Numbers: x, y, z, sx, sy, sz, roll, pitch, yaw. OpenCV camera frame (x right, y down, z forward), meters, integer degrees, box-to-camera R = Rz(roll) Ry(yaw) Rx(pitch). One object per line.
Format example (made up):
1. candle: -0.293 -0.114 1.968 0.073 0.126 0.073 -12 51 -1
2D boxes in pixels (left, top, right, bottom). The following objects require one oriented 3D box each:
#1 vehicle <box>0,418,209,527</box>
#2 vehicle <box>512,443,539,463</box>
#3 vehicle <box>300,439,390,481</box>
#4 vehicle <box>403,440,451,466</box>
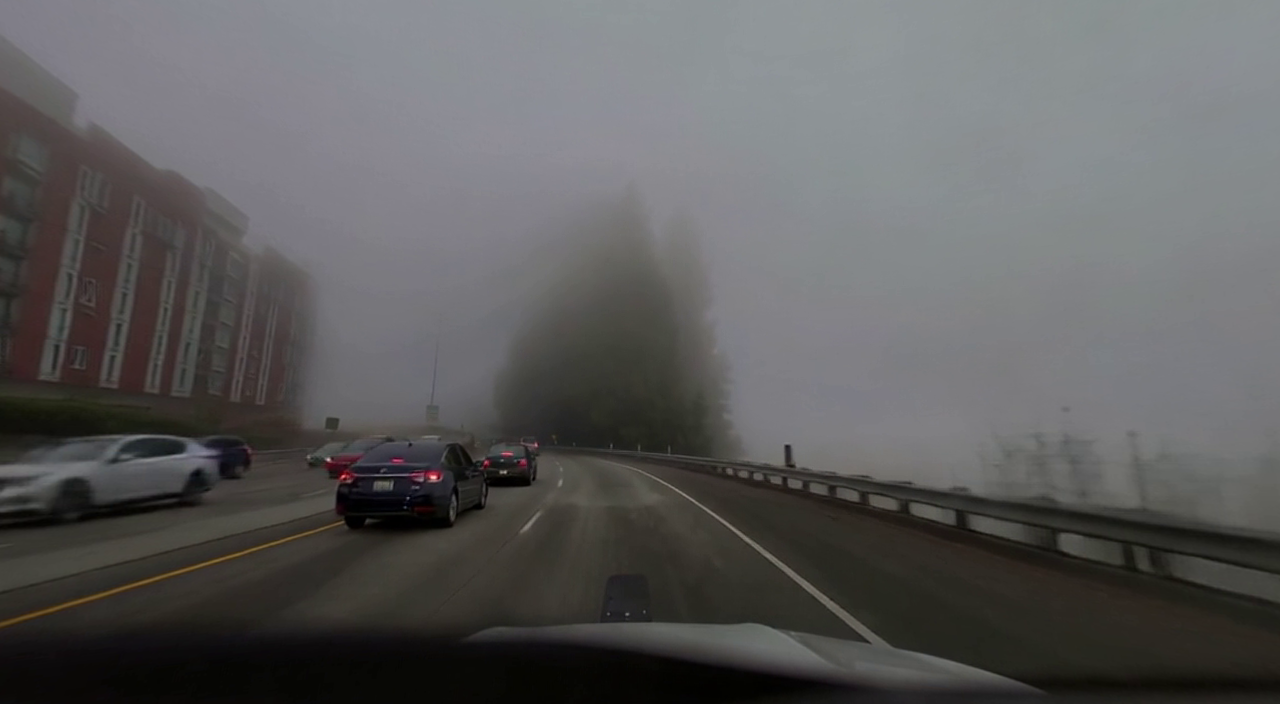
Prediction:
1. vehicle: -11.028 2.239 12.240 2.028 1.675 4.870 0 -9 -3
2. vehicle: -8.882 7.841 49.115 1.885 1.469 4.211 1 -9 -9
3. vehicle: -11.737 4.295 25.371 1.897 1.538 4.033 0 -9 -4
4. vehicle: -13.282 6.330 39.569 1.957 1.514 4.528 1 -9 -7
